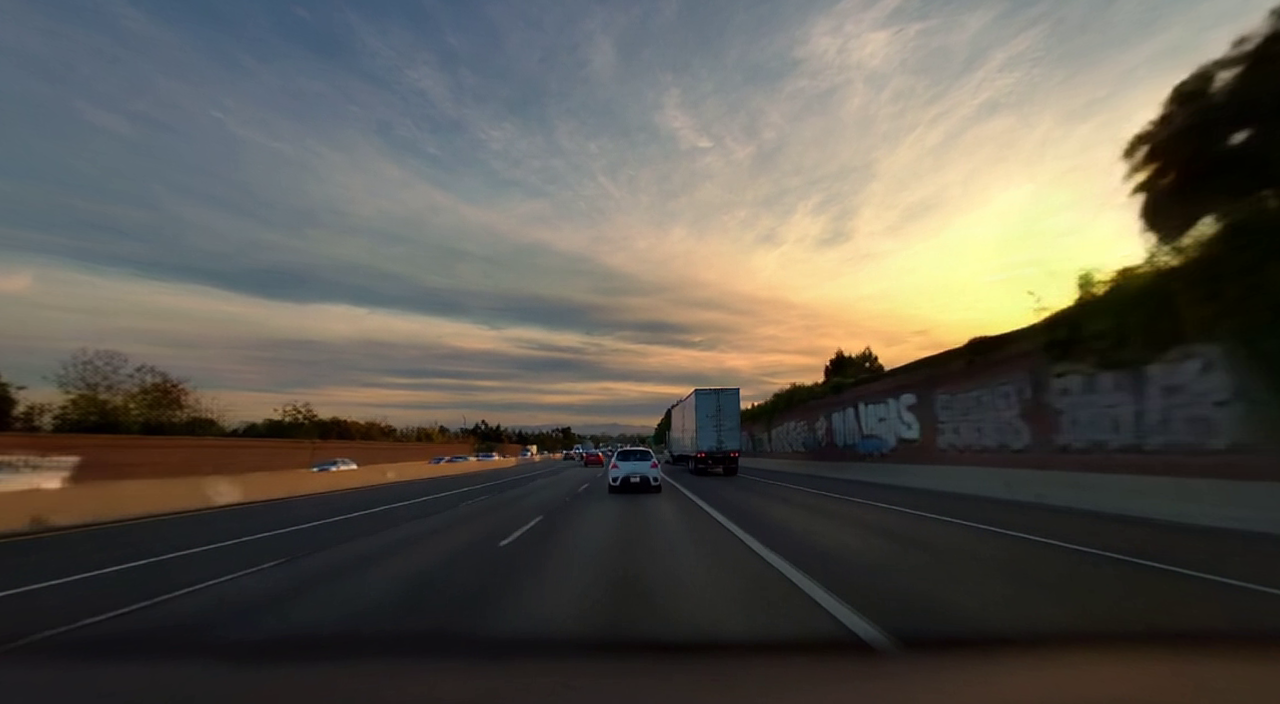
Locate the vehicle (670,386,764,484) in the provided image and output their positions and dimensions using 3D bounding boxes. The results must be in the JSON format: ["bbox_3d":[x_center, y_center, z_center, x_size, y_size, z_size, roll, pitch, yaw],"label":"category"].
[{"bbox_3d":[3.505,4.523,33.243,2.902,4.014,14.446,0,-9,-1],"label":"vehicle"}]

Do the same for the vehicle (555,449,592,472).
[{"bbox_3d":[-4.464,7.337,42.780,2.067,1.481,4.085,-1,-9,1],"label":"vehicle"}]

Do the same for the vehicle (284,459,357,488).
[{"bbox_3d":[-17.880,6.811,35.465,1.738,1.426,4.342,-1,-9,2],"label":"vehicle"}]

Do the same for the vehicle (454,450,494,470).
[{"bbox_3d":[-12.915,8.400,49.203,1.927,1.477,4.508,-1,-9,0],"label":"vehicle"}]

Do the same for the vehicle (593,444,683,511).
[{"bbox_3d":[-0.092,3.169,16.351,2.033,1.468,4.015,0,-9,-1],"label":"vehicle"}]
